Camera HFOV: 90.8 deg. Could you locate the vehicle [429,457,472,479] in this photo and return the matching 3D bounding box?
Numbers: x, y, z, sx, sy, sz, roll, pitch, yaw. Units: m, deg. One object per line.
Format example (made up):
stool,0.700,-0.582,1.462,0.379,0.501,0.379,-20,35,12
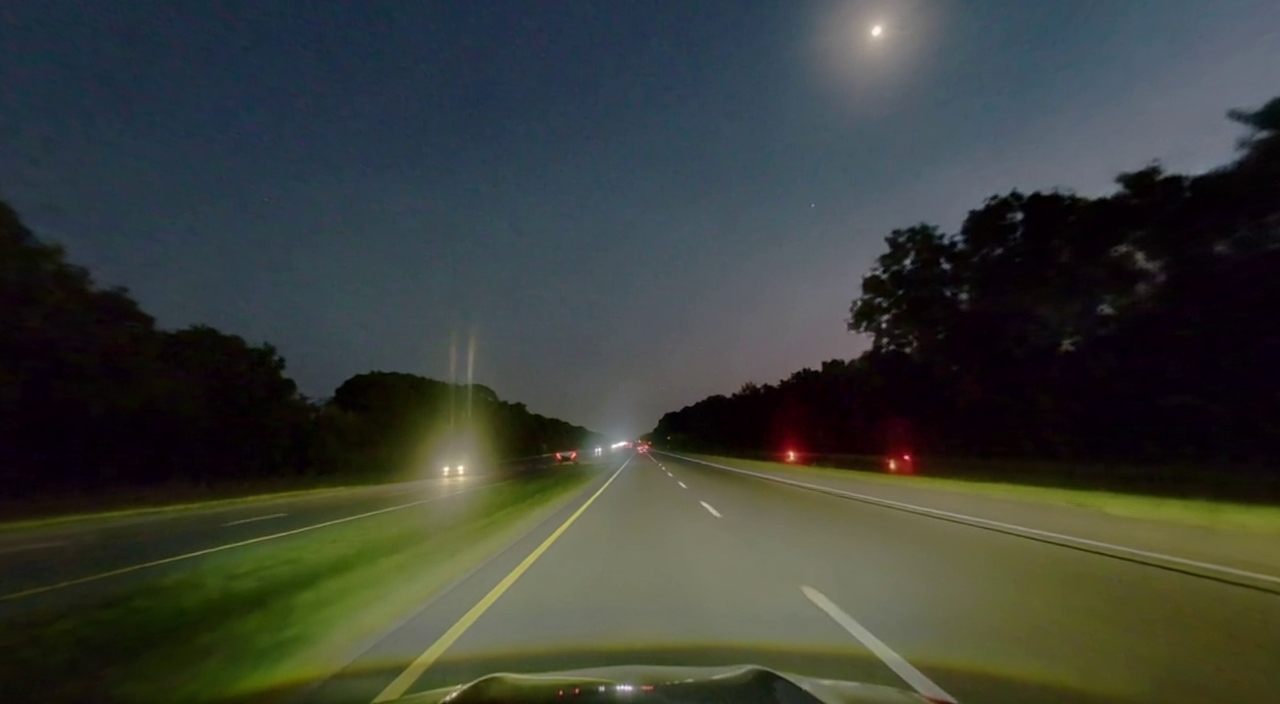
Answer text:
vehicle,-14.213,8.736,47.613,1.852,1.514,4.446,0,-9,0
